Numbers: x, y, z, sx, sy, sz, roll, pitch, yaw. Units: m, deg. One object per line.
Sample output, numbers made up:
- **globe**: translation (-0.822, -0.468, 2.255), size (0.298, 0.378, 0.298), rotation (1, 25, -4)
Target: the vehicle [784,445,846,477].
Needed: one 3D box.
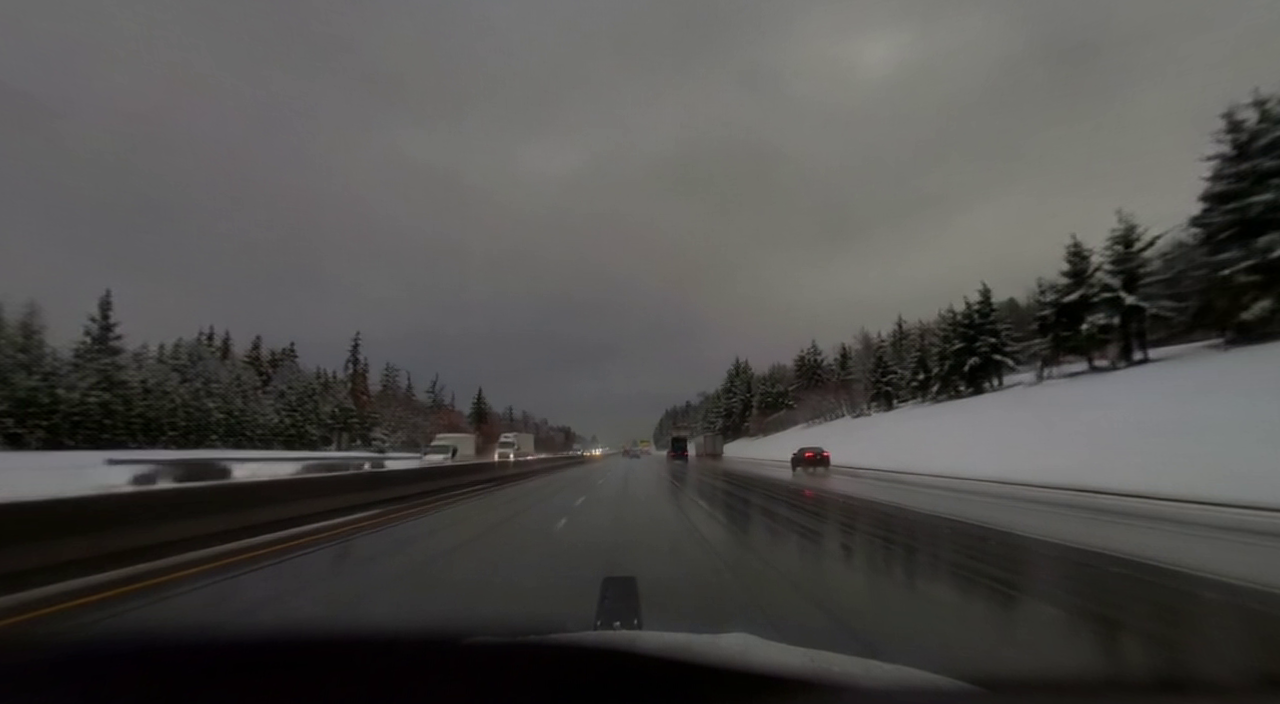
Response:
- **vehicle**: translation (9.600, 5.991, 34.885), size (1.950, 1.632, 4.845), rotation (0, -9, -1)

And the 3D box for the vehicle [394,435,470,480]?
- **vehicle**: translation (-13.326, 6.816, 40.901), size (2.487, 2.645, 6.936), rotation (0, -9, 0)

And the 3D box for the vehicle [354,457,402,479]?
- **vehicle**: translation (-20.444, 9.042, 49.256), size (1.930, 1.590, 4.292), rotation (0, -9, 0)

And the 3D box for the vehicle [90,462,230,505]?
- **vehicle**: translation (-19.752, 5.400, 26.242), size (1.988, 1.479, 4.940), rotation (0, -9, -1)
